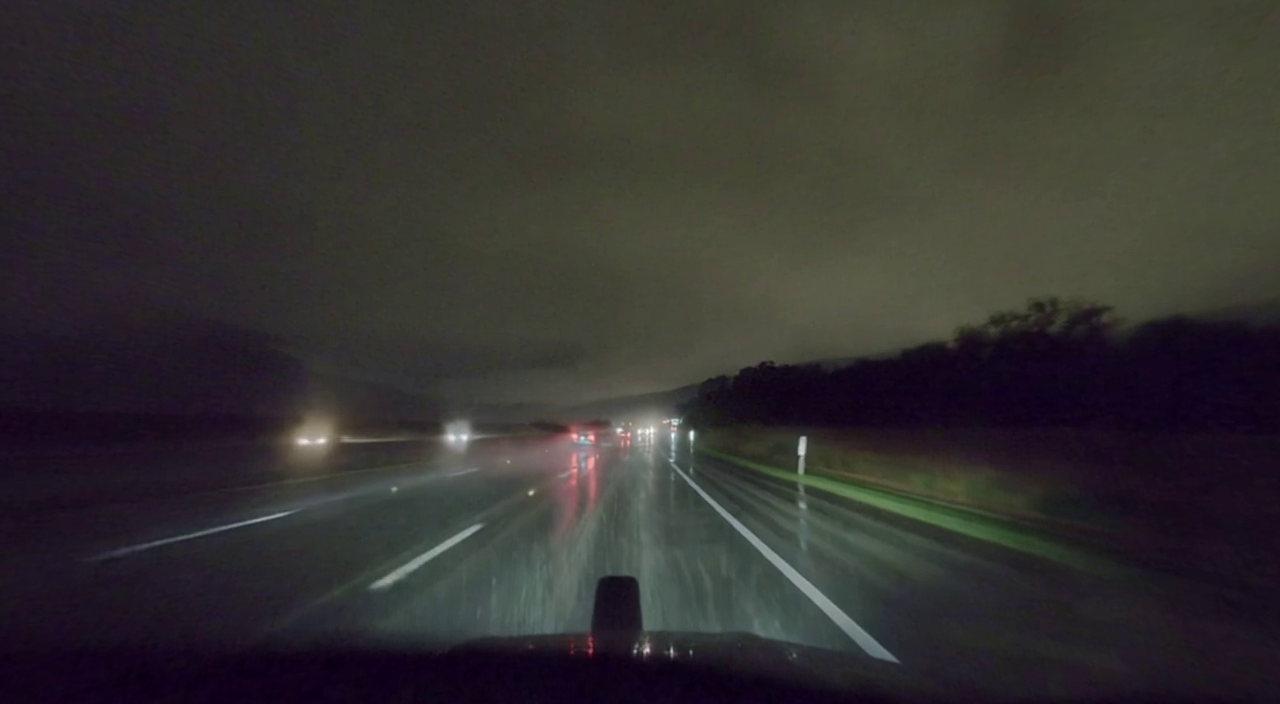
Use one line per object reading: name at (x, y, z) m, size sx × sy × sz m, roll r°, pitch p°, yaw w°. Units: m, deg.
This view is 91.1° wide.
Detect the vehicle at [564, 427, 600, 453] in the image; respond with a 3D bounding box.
vehicle at (-3.966, 6.087, 43.477) m, size 1.980 × 1.721 × 4.419 m, roll 0°, pitch -8°, yaw 1°
